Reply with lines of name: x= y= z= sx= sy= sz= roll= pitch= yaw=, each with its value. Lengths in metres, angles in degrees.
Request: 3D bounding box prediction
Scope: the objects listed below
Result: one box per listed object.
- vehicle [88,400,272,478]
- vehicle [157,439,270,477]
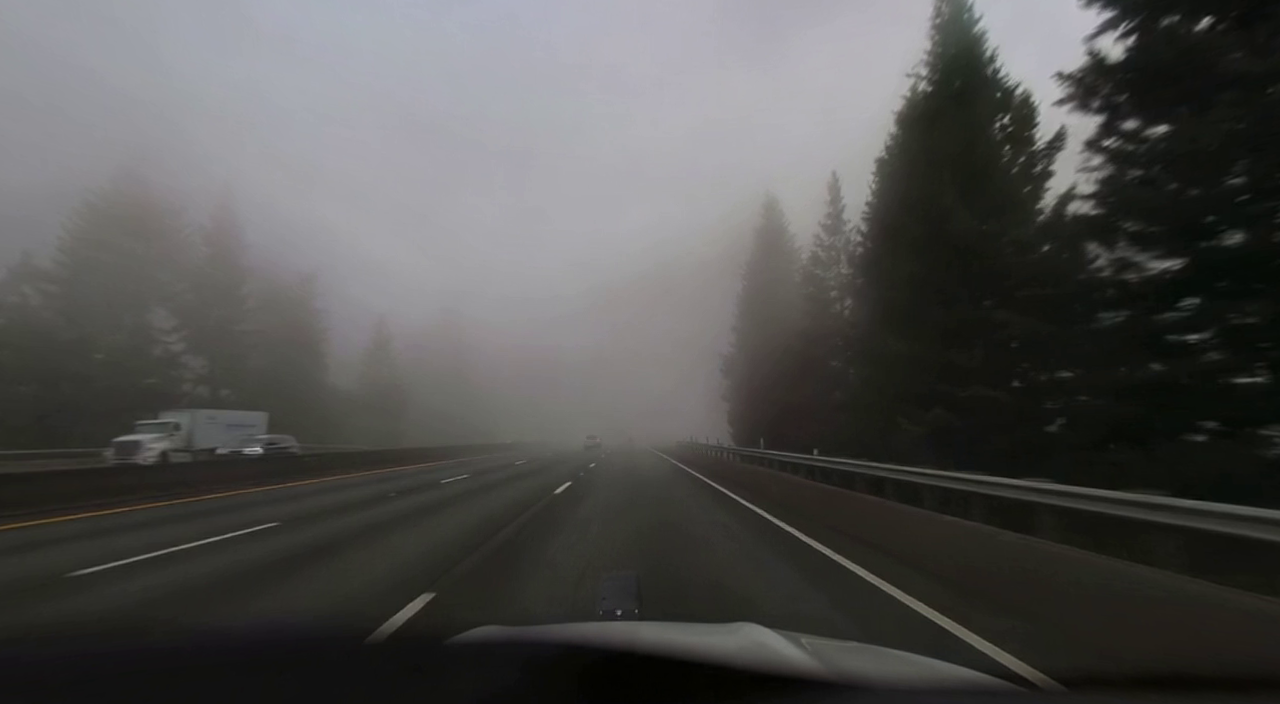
vehicle: x=-24.518 y=4.732 z=34.481 sx=2.981 sy=3.662 sz=9.401 roll=0 pitch=-8 yaw=0
vehicle: x=-19.997 y=4.938 z=29.767 sx=1.960 sy=1.603 sz=4.842 roll=0 pitch=-8 yaw=0
